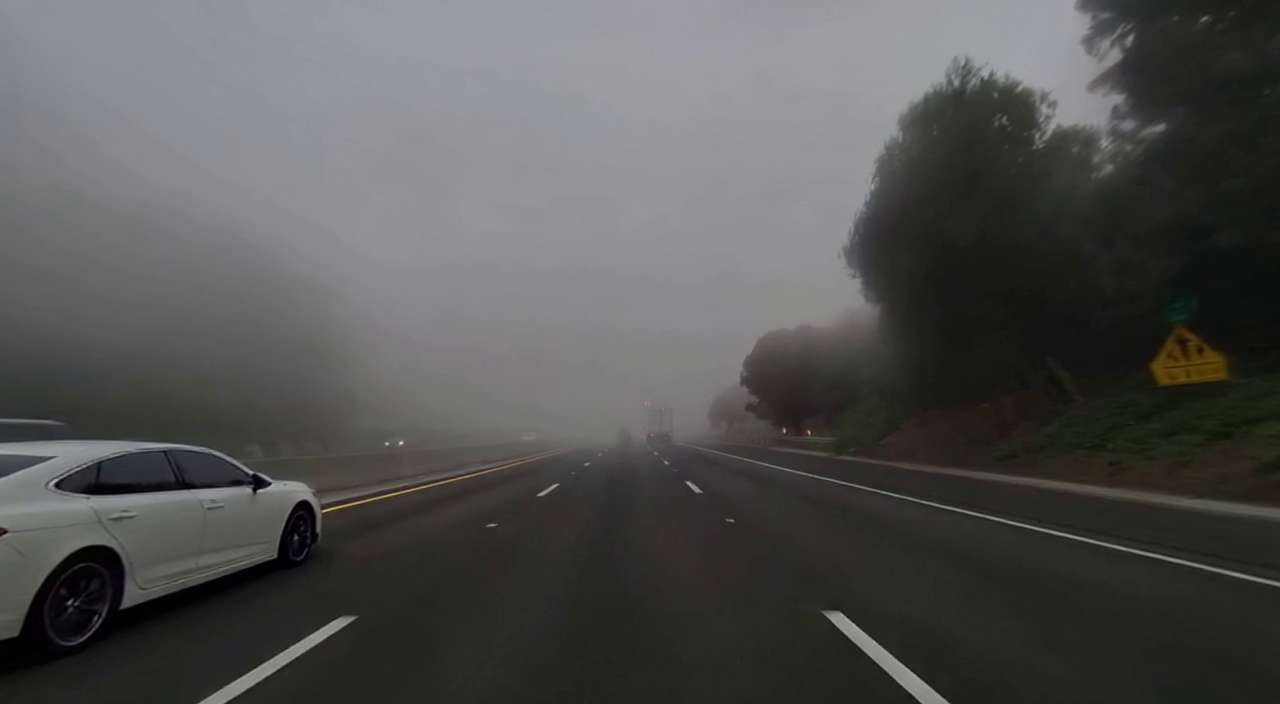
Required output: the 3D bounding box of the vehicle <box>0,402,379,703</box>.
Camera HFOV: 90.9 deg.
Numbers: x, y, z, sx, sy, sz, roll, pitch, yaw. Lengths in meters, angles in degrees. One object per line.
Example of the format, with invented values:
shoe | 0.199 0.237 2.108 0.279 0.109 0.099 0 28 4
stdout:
vehicle | -3.729 1.177 4.414 1.971 1.444 4.401 0 -8 -1
